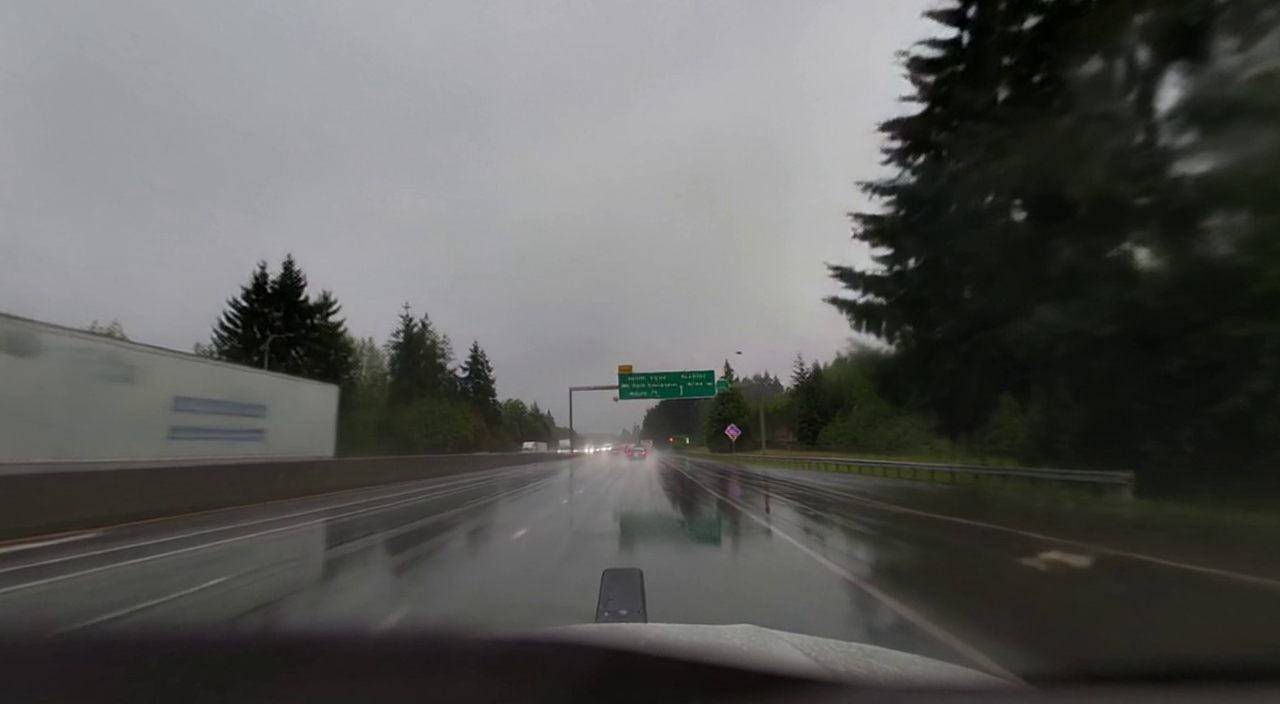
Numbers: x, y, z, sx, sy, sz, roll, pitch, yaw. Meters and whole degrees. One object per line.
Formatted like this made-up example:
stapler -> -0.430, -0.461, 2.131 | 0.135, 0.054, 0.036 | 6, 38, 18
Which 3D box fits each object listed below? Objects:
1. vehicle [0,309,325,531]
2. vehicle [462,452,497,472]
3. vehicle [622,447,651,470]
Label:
vehicle -> -12.714, 1.785, 14.899 | 2.883, 3.879, 14.701 | 0, -9, 0
vehicle -> -12.303, 8.461, 48.504 | 1.764, 1.417, 3.582 | 0, -9, 0
vehicle -> -0.180, 7.121, 42.329 | 1.860, 1.473, 3.689 | 0, -9, 1
